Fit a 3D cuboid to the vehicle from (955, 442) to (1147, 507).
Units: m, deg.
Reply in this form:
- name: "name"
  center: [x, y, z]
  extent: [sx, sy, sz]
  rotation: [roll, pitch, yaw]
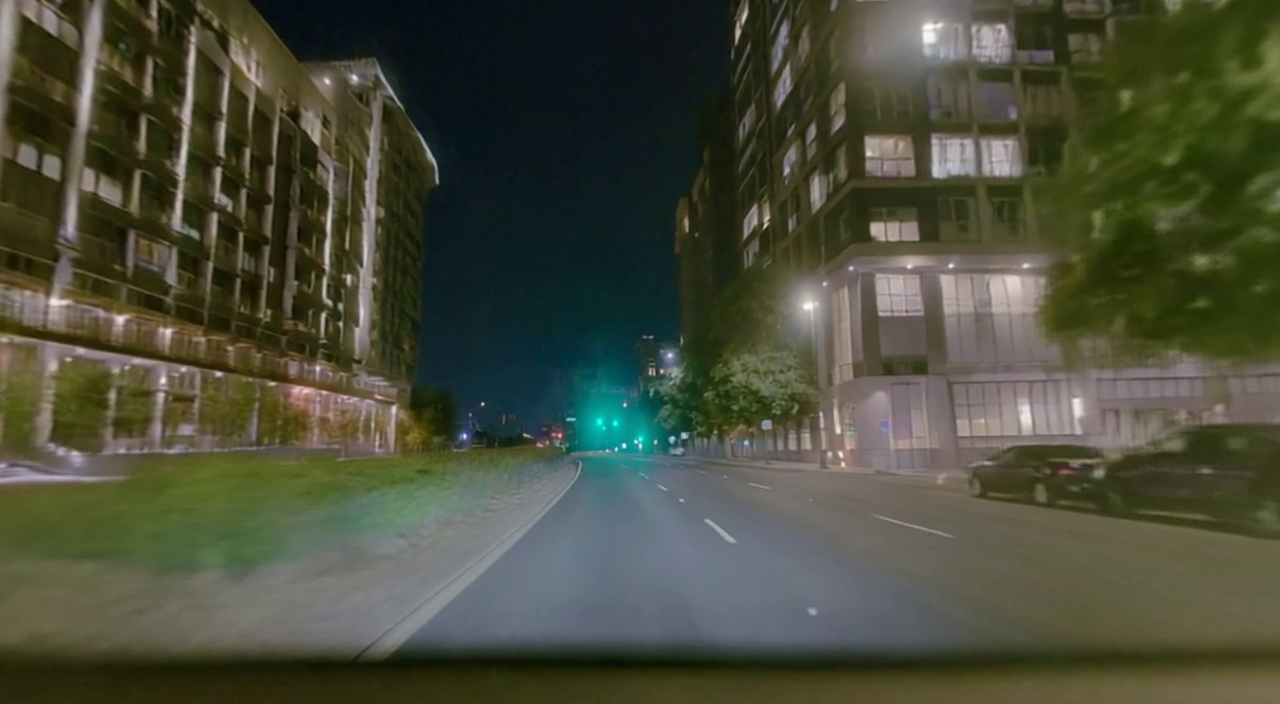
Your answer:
- name: "vehicle"
  center: [10.480, 3.116, 16.644]
  extent: [1.891, 1.460, 4.514]
  rotation: [0, -9, -2]

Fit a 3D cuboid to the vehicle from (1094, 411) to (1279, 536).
- name: "vehicle"
  center: [10.585, 1.959, 10.426]
  extent: [2.211, 1.831, 5.275]
  rotation: [0, -9, 0]
